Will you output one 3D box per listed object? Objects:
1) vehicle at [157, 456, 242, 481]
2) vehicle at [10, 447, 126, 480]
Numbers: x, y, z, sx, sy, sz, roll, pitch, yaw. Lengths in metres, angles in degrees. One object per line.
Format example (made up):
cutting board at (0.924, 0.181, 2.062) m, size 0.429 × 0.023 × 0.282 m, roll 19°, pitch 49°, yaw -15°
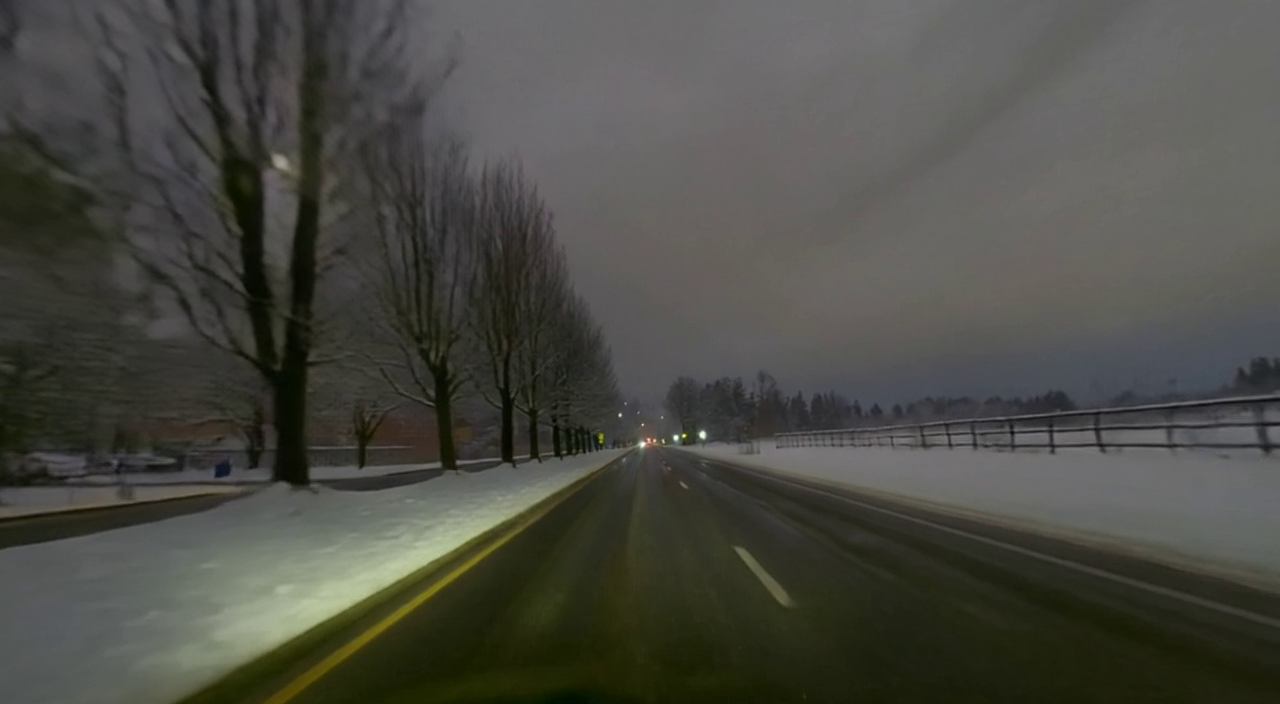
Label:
vehicle at (-28.692, 7.590, 41.210) m, size 4.342 × 1.446 × 1.722 m, roll -2°, pitch -8°, yaw 2°
vehicle at (-41.470, 8.056, 45.940) m, size 5.799 × 2.039 × 2.451 m, roll -2°, pitch -8°, yaw -5°
